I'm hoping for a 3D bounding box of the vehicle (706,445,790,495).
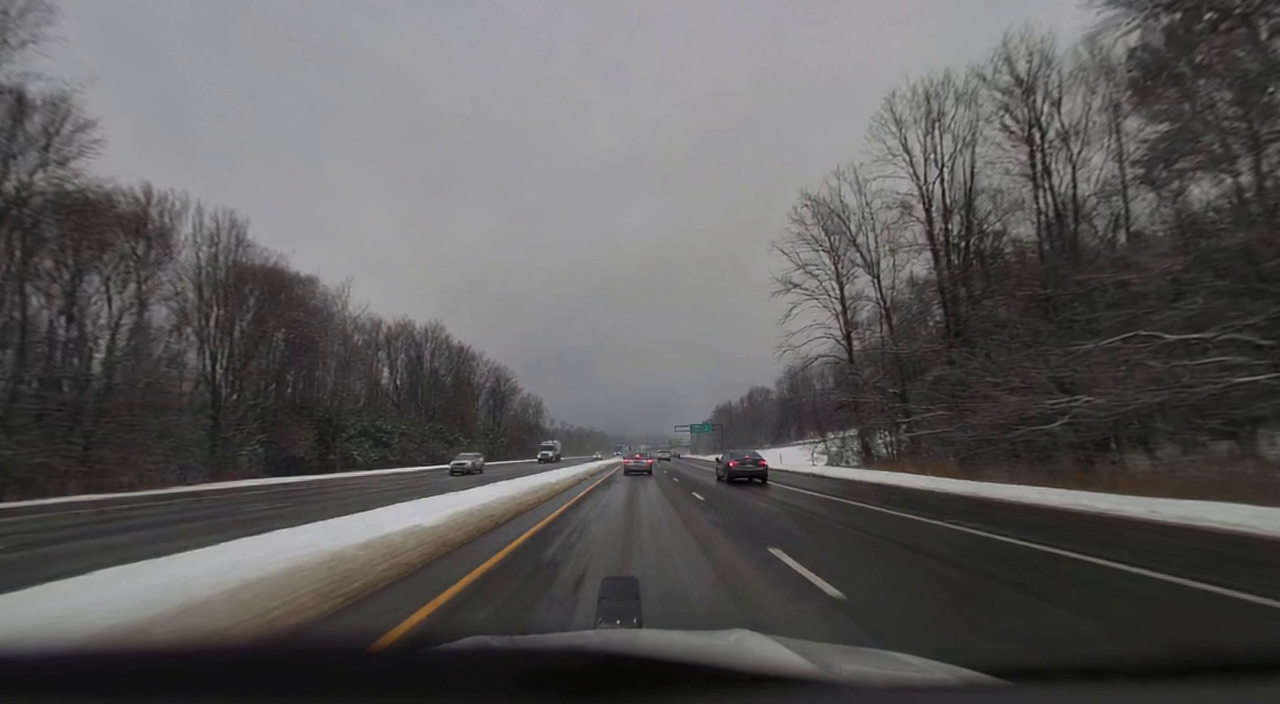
[{"bbox_3d":[3.636,4.074,21.957,2.119,1.557,4.163,0,-9,-1],"label":"vehicle"}]

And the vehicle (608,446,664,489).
[{"bbox_3d":[-0.164,4.677,25.767,2.070,1.546,4.648,0,-9,0],"label":"vehicle"}]

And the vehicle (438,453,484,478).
[{"bbox_3d":[-12.121,7.691,42.637,1.839,1.541,3.972,-1,-9,1],"label":"vehicle"}]
